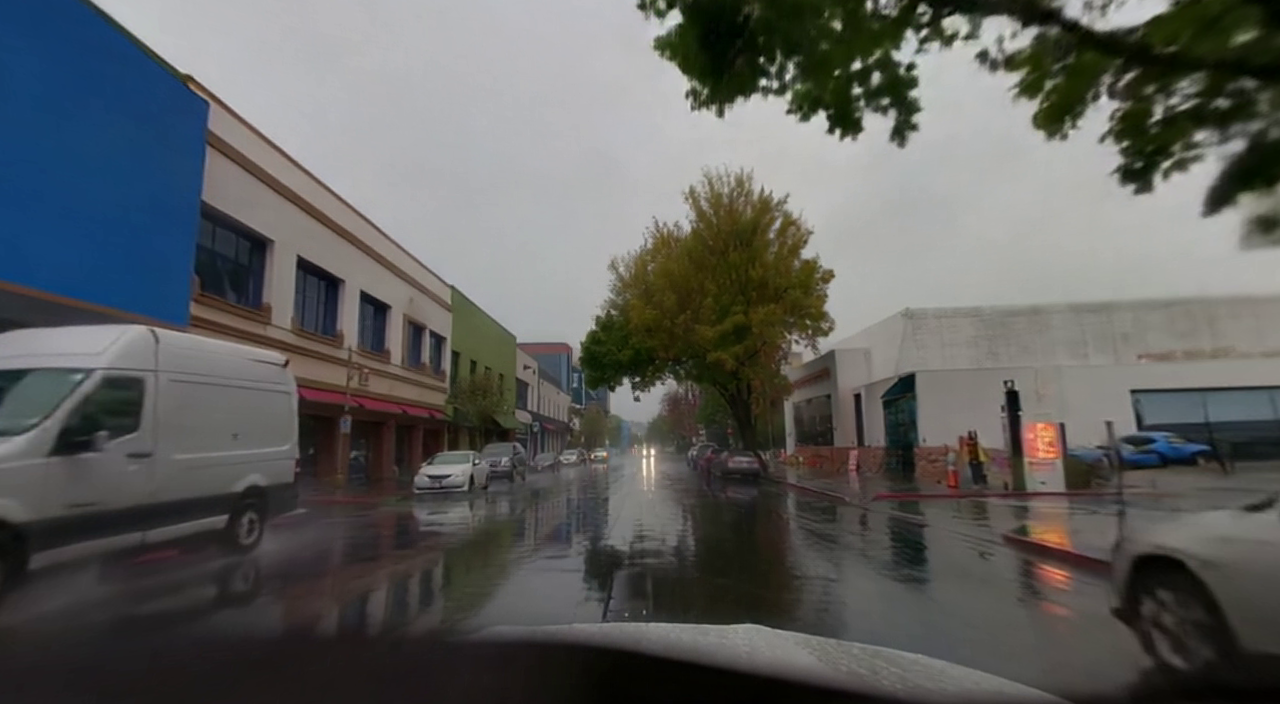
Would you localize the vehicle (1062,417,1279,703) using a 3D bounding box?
[{"bbox_3d":[4.075,0.949,2.238,2.091,1.501,4.245,0,-8,-2],"label":"vehicle"}]

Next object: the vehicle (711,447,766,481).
[{"bbox_3d":[4.834,5.531,31.522,1.973,1.494,4.867,-1,-8,0],"label":"vehicle"}]

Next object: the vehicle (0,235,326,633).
[{"bbox_3d":[-6.818,0.958,7.413,2.851,3.375,6.057,0,-7,2],"label":"vehicle"}]

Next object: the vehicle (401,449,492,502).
[{"bbox_3d":[-6.611,4.225,22.079,1.917,1.487,4.659,-2,-8,-3],"label":"vehicle"}]

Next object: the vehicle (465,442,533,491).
[{"bbox_3d":[-6.409,5.191,29.139,2.238,1.891,4.780,-1,-7,-2],"label":"vehicle"}]
